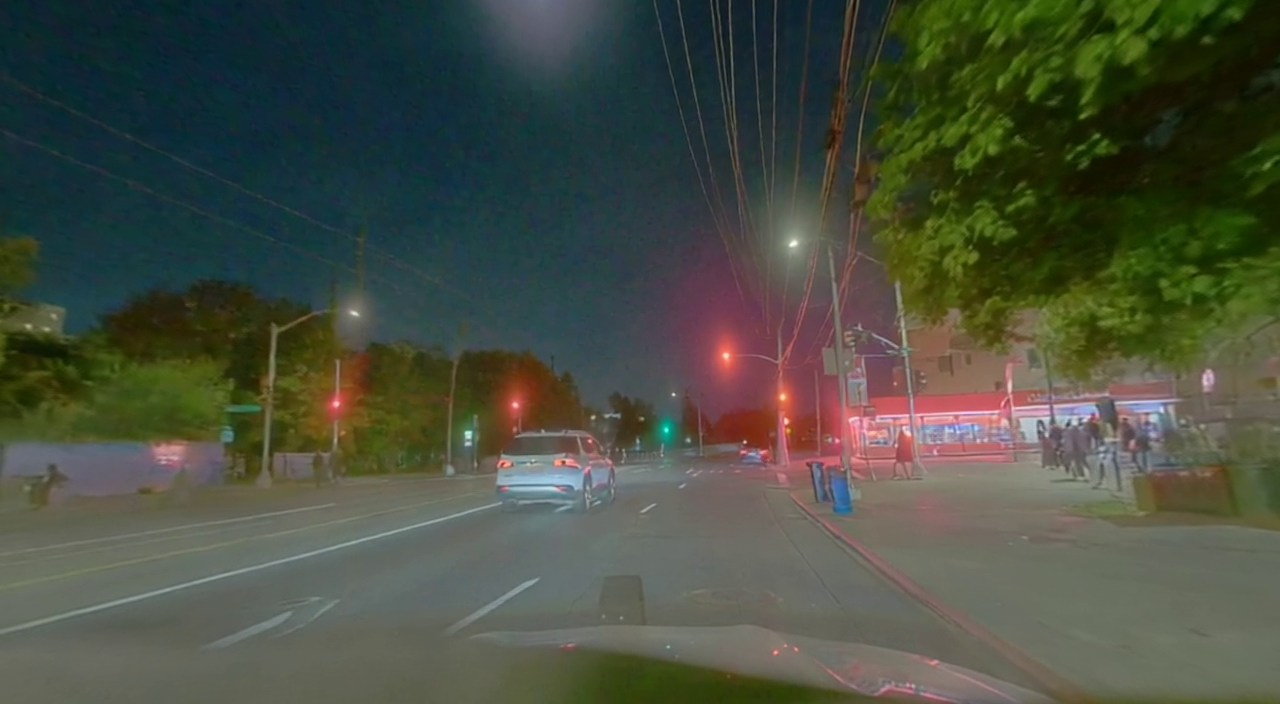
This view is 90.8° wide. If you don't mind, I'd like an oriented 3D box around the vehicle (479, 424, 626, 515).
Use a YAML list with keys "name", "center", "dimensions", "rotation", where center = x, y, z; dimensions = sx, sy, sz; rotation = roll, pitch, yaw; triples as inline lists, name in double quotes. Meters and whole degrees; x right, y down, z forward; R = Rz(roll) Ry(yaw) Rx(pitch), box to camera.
- name: "vehicle"
  center: [-1.766, 2.620, 14.478]
  dimensions: [2.101, 1.721, 4.364]
  rotation: [-1, -9, 9]

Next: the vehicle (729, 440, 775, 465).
- name: "vehicle"
  center: [7.122, 6.307, 39.765]
  dimensions: [2.006, 1.470, 4.099]
  rotation: [-4, -9, 22]
